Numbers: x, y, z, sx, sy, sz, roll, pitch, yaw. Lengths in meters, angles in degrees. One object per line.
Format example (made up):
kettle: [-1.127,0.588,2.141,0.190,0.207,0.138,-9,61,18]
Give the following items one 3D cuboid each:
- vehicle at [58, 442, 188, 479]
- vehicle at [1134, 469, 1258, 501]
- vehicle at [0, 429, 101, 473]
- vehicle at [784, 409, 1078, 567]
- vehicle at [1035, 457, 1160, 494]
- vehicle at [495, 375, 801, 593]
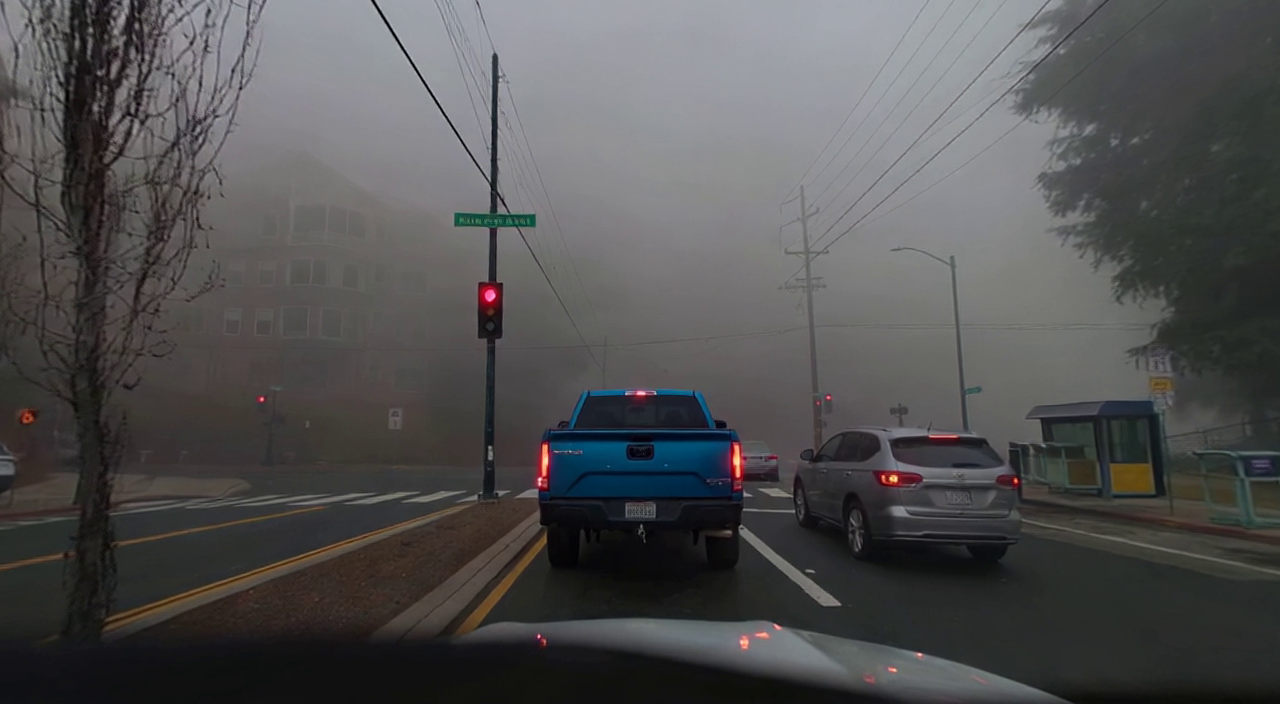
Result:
vehicle: [-24.818,5.198,30.380,4.563,1.692,1.778,0,-8,-2]
vehicle: [26.375,6.290,29.986,4.071,1.388,1.884,0,-8,1]
vehicle: [-26.152,4.155,26.486,5.043,1.766,1.980,0,-9,-1]
vehicle: [3.836,1.888,9.557,2.131,1.759,4.762,0,-8,-1]
vehicle: [21.830,5.892,30.180,4.498,1.618,1.843,0,-9,0]
vehicle: [0.101,1.560,8.284,2.738,1.959,5.070,0,-8,1]
